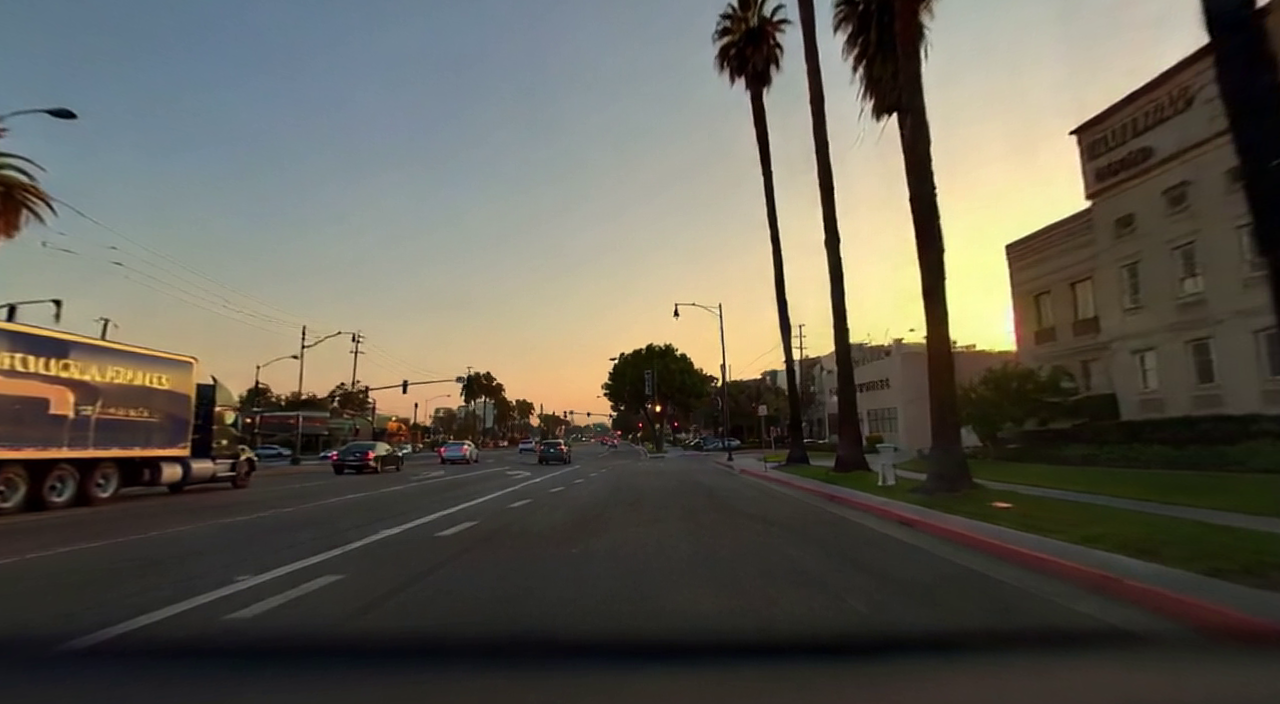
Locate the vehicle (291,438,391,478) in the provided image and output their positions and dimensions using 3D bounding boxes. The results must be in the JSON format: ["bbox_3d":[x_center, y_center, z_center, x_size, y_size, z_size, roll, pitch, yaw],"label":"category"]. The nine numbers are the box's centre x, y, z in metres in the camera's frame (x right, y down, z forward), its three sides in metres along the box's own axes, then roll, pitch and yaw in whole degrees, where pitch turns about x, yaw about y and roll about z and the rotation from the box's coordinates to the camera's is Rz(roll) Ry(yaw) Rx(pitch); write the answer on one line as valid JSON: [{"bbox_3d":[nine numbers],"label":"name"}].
[{"bbox_3d":[-11.899,4.221,25.327,1.900,1.462,4.225,0,-9,1],"label":"vehicle"}]

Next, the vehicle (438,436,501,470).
[{"bbox_3d":[-8.507,5.084,31.683,1.977,1.584,3.983,0,-9,1],"label":"vehicle"}]

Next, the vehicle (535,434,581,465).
[{"bbox_3d":[-4.912,5.908,38.164,2.114,1.784,4.450,0,-9,1],"label":"vehicle"}]

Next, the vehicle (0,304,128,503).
[{"bbox_3d":[-15.075,0.326,8.197,2.961,4.167,16.429,0,-9,0],"label":"vehicle"}]
